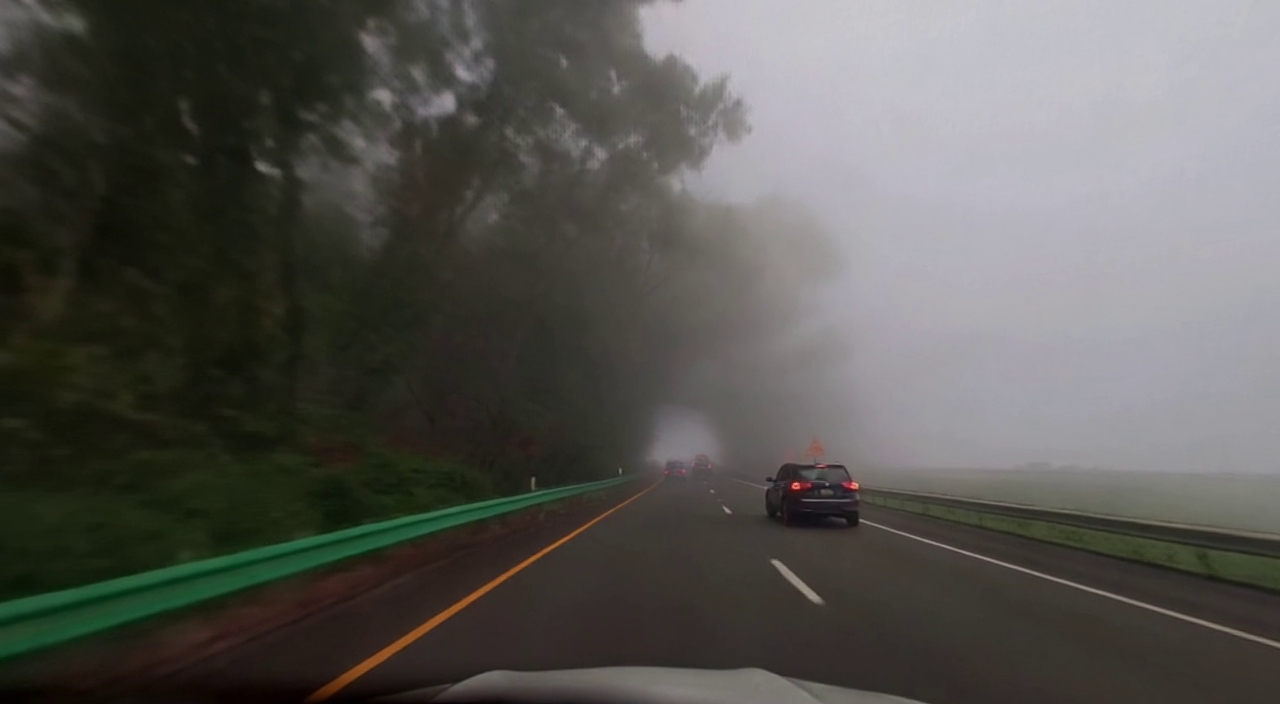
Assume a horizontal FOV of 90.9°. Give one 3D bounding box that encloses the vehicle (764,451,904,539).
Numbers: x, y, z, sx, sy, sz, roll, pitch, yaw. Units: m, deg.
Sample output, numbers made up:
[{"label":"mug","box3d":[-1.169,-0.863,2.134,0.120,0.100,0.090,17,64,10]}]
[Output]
[{"label":"vehicle","box3d":[4.050,3.070,13.954,2.023,1.593,4.105,0,-10,4]}]
